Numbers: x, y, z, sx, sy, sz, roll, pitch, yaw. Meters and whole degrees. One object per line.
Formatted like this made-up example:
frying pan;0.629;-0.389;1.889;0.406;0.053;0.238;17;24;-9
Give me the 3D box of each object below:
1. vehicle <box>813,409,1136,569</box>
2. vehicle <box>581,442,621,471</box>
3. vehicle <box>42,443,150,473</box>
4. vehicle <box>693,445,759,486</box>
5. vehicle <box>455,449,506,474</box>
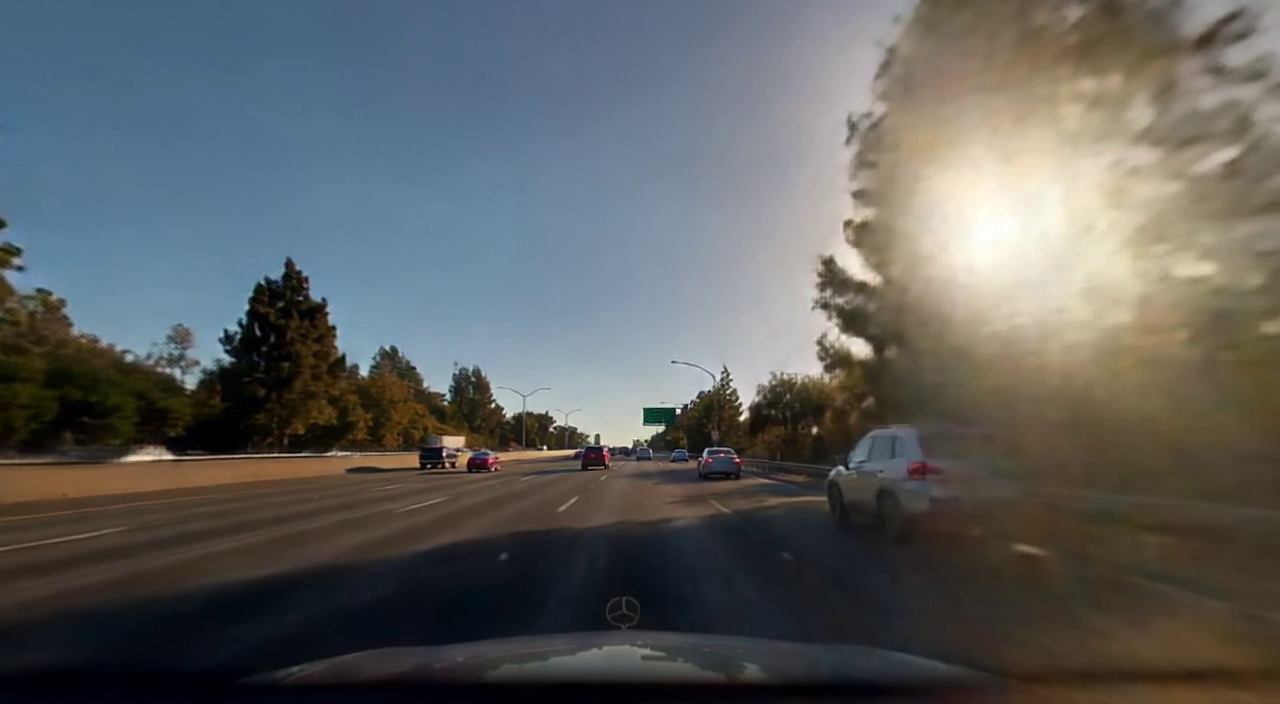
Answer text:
vehicle;4.423;1.901;9.530;2.218;1.776;4.807;0;-9;0
vehicle;-2.660;7.360;44.535;2.449;1.929;5.503;0;-9;0
vehicle;-35.251;6.860;41.047;2.065;1.752;5.611;0;-9;0
vehicle;3.461;4.660;26.190;2.126;1.529;4.438;0;-9;0
vehicle;-10.258;7.077;40.839;1.974;1.472;4.684;0;-9;1
